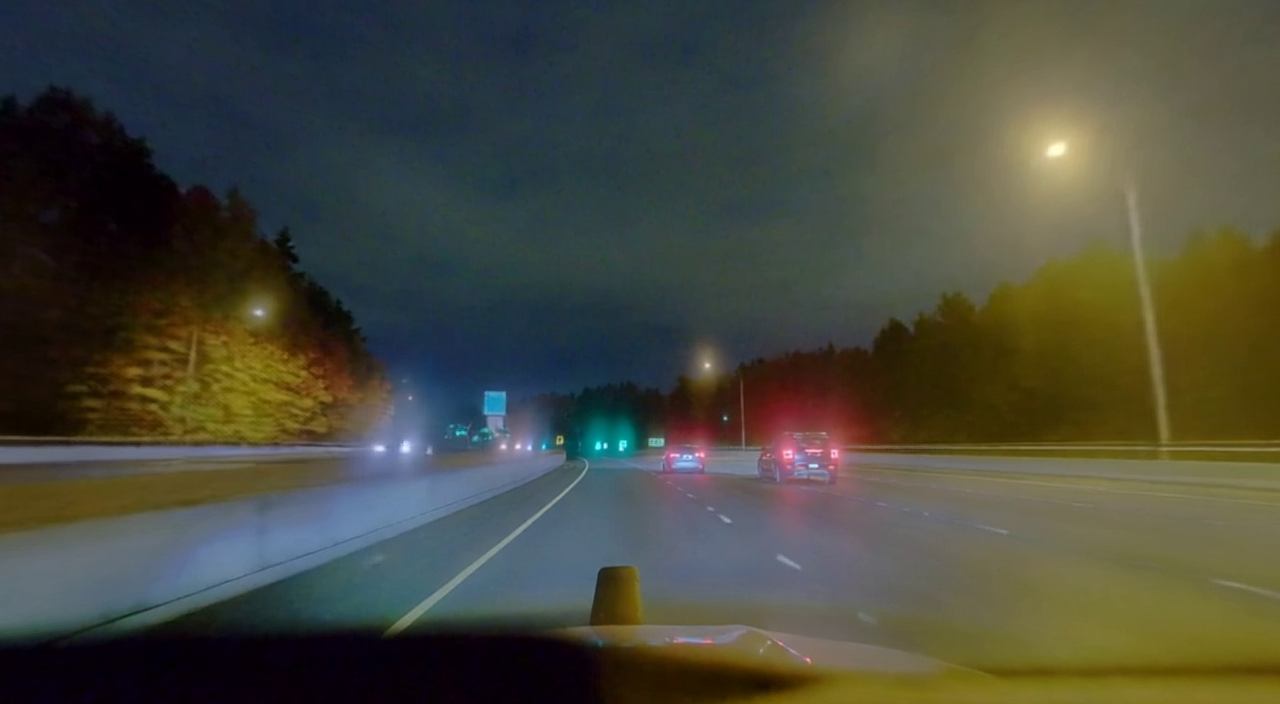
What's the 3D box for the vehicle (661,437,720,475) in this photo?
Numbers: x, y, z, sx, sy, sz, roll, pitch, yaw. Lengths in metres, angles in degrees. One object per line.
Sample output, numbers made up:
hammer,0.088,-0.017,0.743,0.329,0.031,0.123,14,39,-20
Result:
vehicle,2.307,4.978,30.072,2.337,1.633,4.222,0,-9,-2
